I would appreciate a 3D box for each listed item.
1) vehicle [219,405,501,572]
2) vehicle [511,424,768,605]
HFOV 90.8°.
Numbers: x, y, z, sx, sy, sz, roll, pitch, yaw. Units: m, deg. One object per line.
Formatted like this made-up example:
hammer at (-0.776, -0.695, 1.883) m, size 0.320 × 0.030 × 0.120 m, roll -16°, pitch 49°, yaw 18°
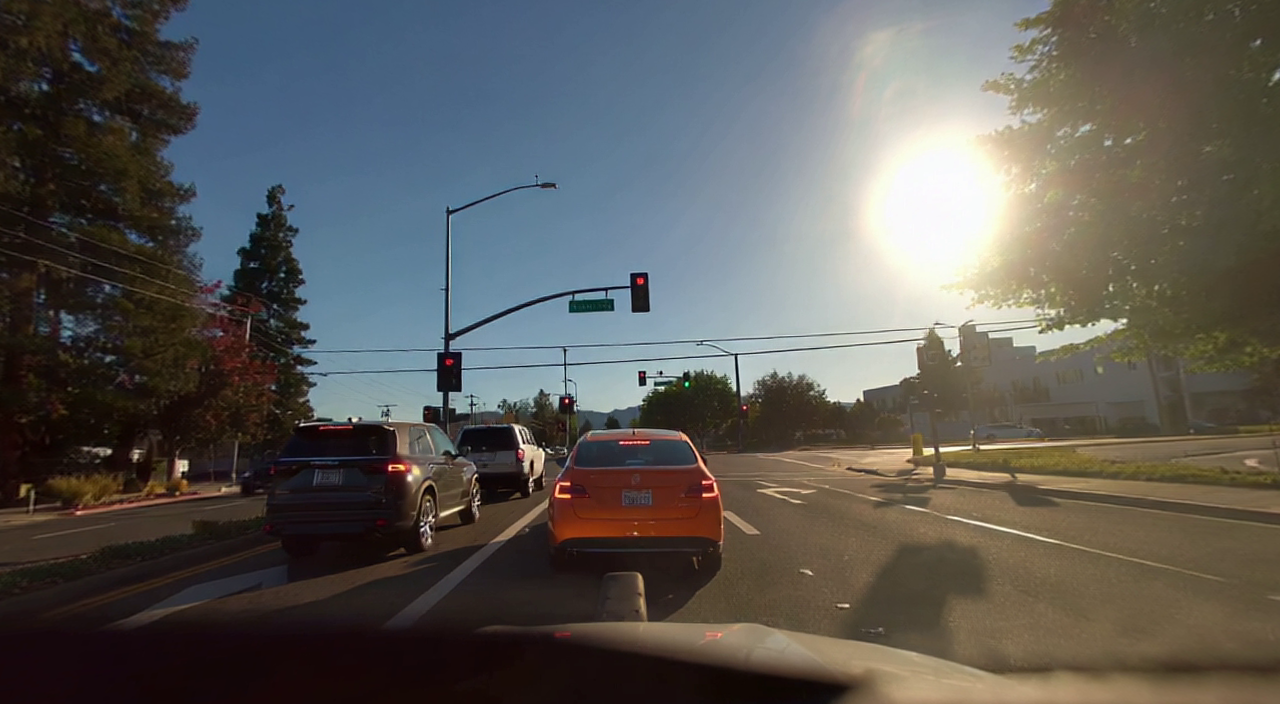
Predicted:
vehicle at (-3.428, 1.754, 8.853) m, size 2.046 × 1.751 × 4.208 m, roll 0°, pitch -8°, yaw -1°
vehicle at (-0.057, 1.642, 7.298) m, size 2.126 × 1.475 × 3.967 m, roll 0°, pitch -8°, yaw -2°
